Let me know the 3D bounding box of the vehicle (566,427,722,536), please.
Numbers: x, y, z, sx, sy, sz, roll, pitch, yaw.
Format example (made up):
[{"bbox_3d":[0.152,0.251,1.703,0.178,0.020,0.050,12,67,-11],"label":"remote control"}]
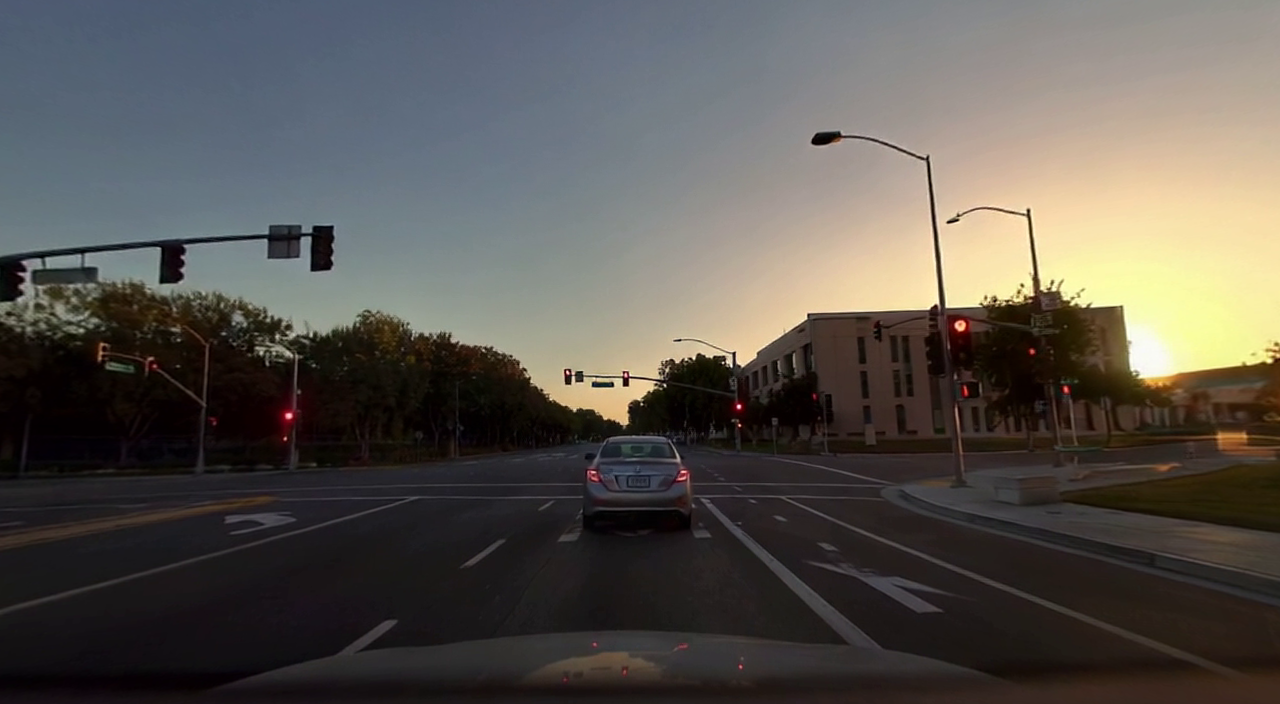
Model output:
[{"bbox_3d":[0.010,2.056,10.606,2.107,1.470,3.974,0,-9,-1],"label":"vehicle"}]
